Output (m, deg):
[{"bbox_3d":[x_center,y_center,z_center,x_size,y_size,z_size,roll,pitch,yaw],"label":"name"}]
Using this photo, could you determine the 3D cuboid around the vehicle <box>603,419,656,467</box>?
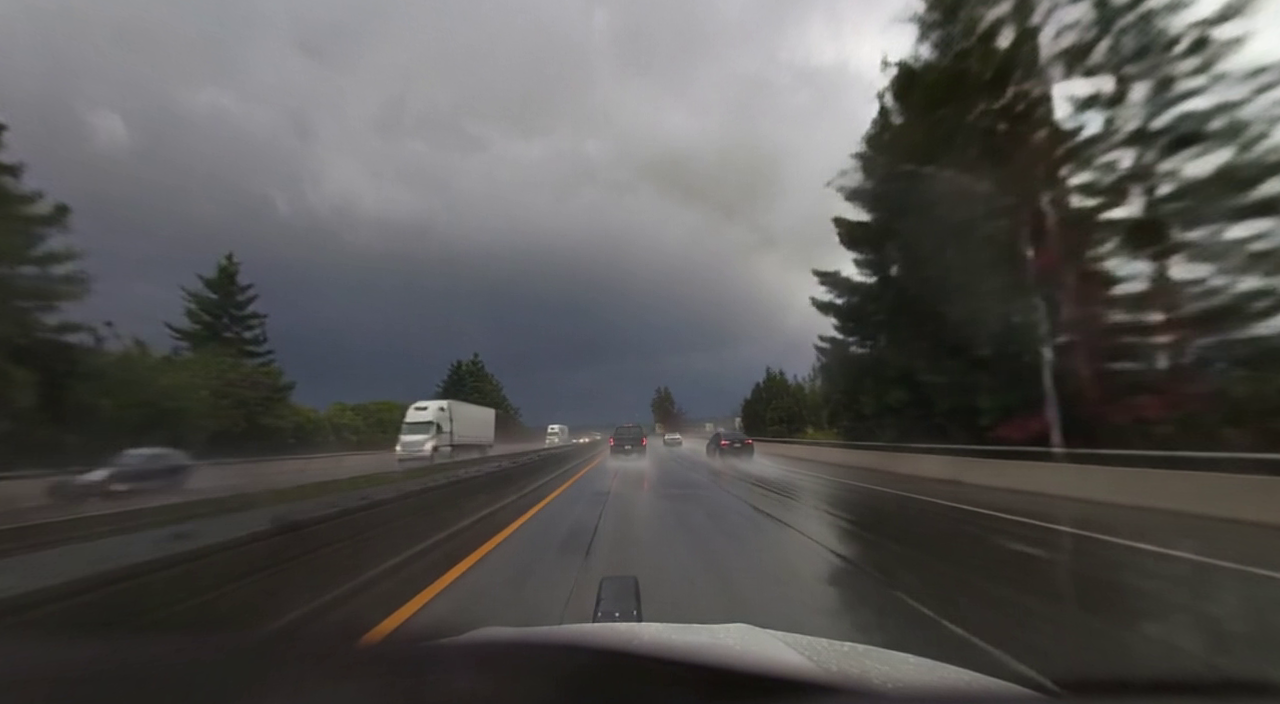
[{"bbox_3d":[-0.532,4.232,29.498,2.270,2.044,4.633,0,-8,-2],"label":"vehicle"}]

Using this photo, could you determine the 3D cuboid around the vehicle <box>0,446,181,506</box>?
[{"bbox_3d":[-16.453,3.675,19.199,1.859,1.540,4.165,0,-8,-2],"label":"vehicle"}]

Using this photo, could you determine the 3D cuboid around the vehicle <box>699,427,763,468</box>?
[{"bbox_3d":[3.766,4.032,26.781,1.981,1.606,3.956,0,-8,-2],"label":"vehicle"}]

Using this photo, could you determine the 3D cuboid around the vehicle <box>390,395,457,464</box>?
[{"bbox_3d":[-13.709,4.949,40.154,3.011,4.191,3.431,0,-8,-1],"label":"vehicle"}]
